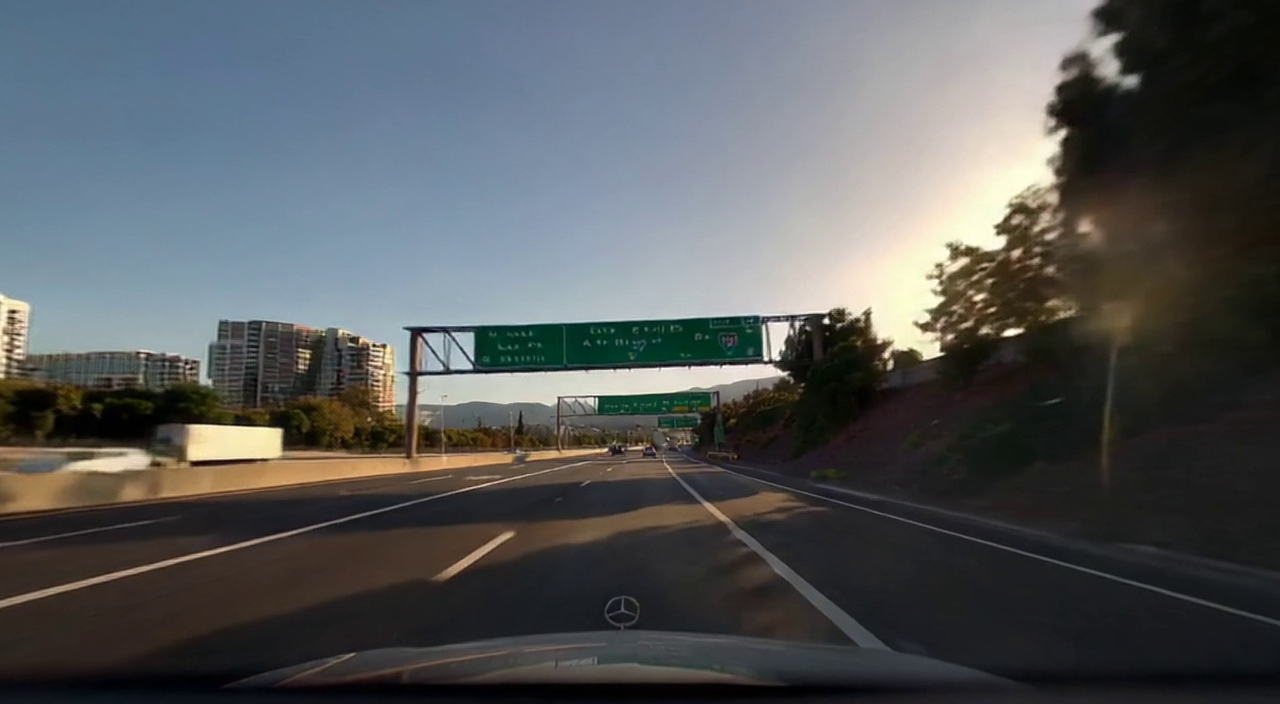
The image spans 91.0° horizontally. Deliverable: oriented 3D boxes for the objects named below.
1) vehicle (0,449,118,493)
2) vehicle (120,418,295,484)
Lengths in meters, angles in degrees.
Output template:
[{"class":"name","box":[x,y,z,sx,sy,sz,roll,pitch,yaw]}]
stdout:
[{"class":"vehicle","box":[-24.399,4.828,25.939,1.946,1.620,4.287,-1,-9,2]},{"class":"vehicle","box":[-27.784,6.494,41.624,3.007,3.740,11.544,0,-9,2]}]
